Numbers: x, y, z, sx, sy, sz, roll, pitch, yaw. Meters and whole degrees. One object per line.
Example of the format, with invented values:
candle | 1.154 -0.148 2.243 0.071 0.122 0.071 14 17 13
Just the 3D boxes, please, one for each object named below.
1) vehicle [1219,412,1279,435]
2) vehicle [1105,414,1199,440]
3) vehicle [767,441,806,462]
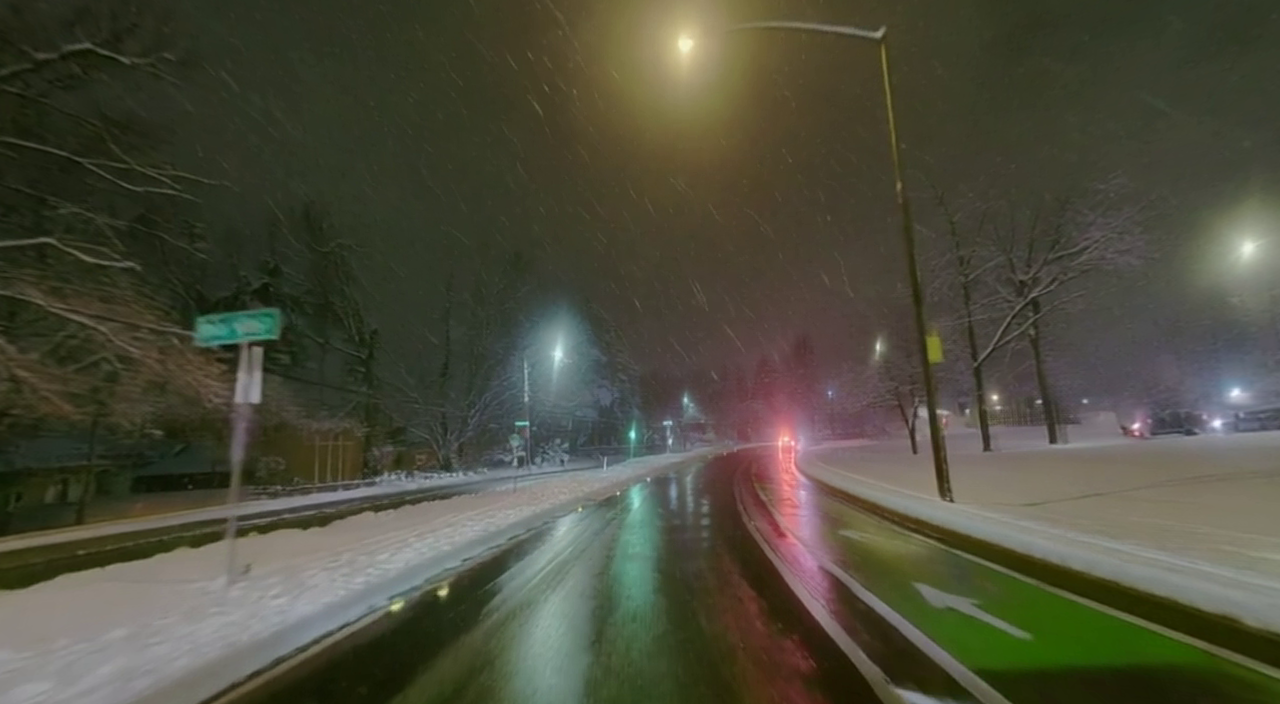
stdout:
vehicle | 41.153 4.714 41.580 4.406 1.461 1.851 1 -8 -6
vehicle | 33.488 4.942 41.376 4.615 1.610 2.040 1 -9 -7
vehicle | 11.037 7.449 47.430 2.109 1.490 4.619 -4 -9 22
